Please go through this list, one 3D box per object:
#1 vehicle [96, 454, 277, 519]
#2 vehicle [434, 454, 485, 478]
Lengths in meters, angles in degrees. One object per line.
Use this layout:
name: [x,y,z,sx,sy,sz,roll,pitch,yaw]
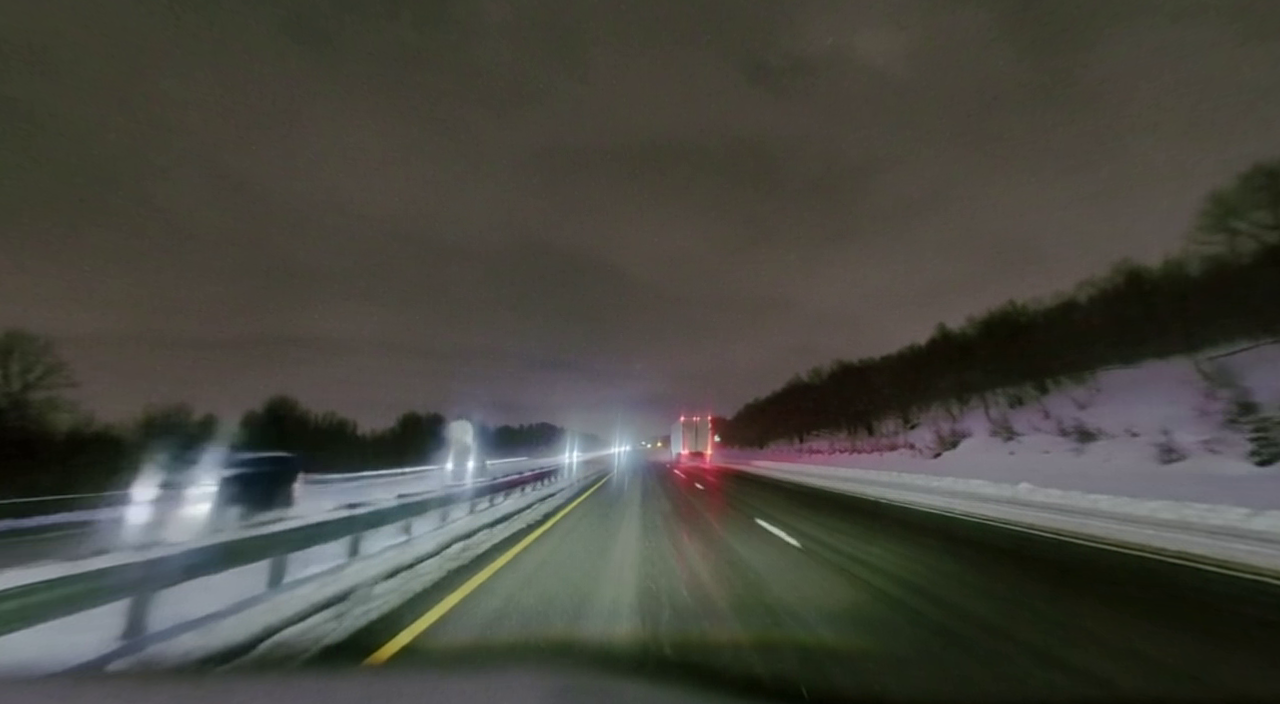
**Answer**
vehicle: [-13.113,3.862,18.568,1.945,1.641,4.495,-1,-9,1]
vehicle: [-12.180,7.698,42.562,1.942,1.522,4.845,-1,-9,1]
